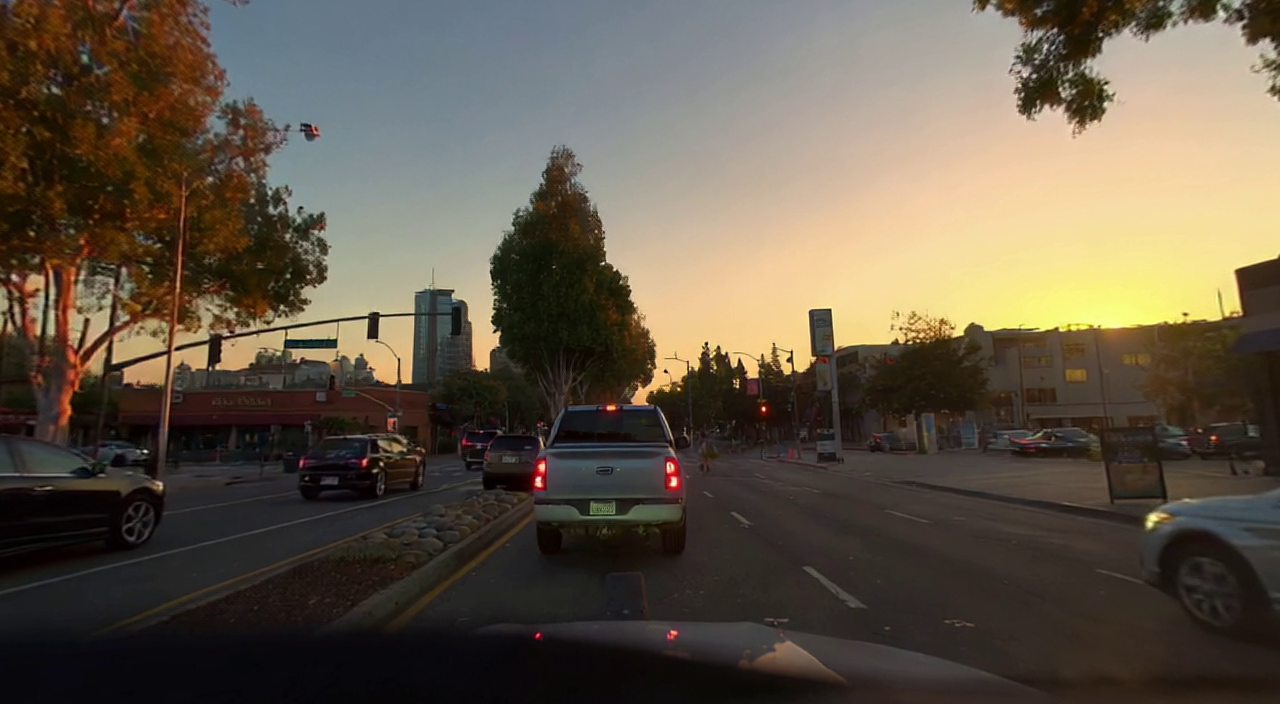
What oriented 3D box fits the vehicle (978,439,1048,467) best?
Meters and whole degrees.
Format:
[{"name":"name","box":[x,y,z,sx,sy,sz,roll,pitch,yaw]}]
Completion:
[{"name":"vehicle","box":[20.104,5.404,33.921,3.836,1.443,1.694,5,-10,-35]}]

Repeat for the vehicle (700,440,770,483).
[{"name":"vehicle","box":[3.427,4.043,23.512,2.023,1.441,4.240,0,-8,1]}]

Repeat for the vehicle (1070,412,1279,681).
[{"name":"vehicle","box":[5.140,0.992,2.913,1.957,1.490,4.718,5,-10,-30]}]

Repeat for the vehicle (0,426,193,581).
[{"name":"vehicle","box":[-6.982,1.486,6.295,1.831,1.451,4.382,0,-8,0]}]

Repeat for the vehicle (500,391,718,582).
[{"name":"vehicle","box":[-0.310,1.597,8.234,2.064,1.817,4.298,0,-8,-1]}]

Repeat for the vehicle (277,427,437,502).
[{"name":"vehicle","box":[-7.074,2.858,16.418,1.941,1.655,4.503,0,-8,2]}]

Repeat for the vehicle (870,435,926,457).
[{"name":"vehicle","box":[20.099,7.325,49.039,4.361,1.653,2.034,6,-11,-37]}]
